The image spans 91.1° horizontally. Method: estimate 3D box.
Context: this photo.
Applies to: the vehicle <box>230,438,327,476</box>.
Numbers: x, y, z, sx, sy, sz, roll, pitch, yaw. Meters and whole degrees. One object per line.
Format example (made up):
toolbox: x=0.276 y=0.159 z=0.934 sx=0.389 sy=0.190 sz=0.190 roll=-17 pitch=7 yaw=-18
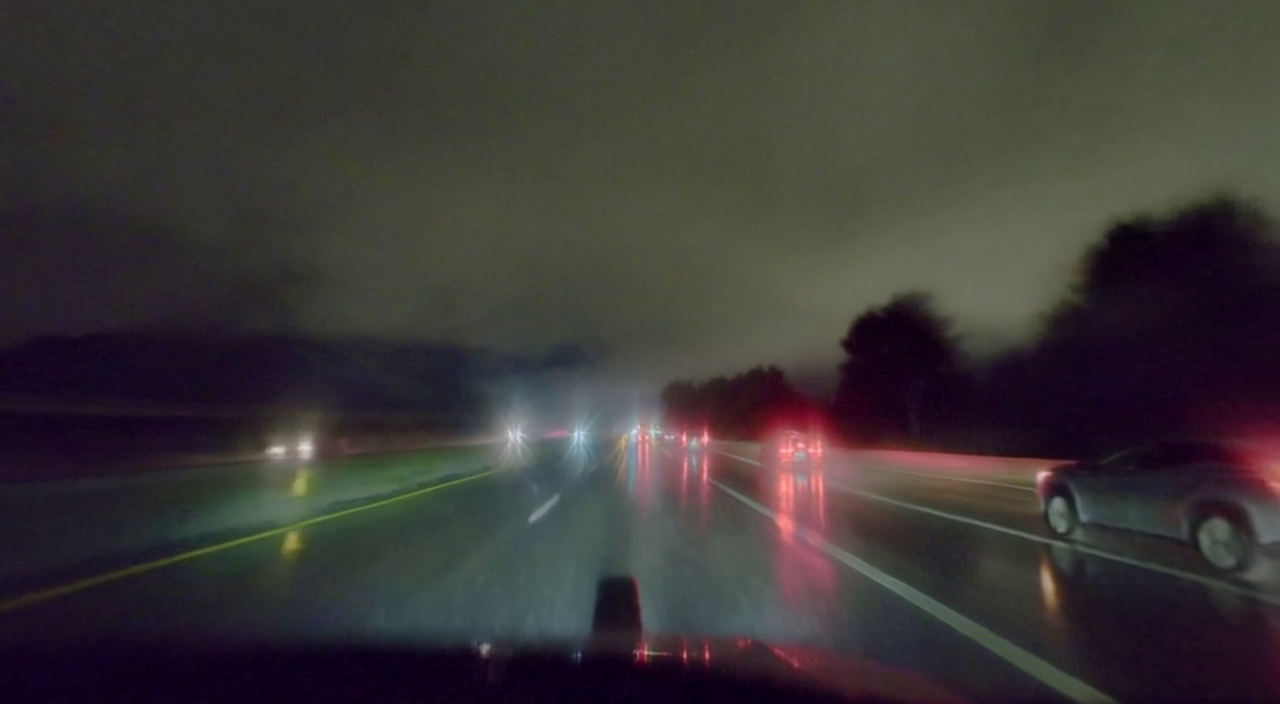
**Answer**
vehicle: x=-16.495 y=4.772 z=28.949 sx=1.893 sy=1.607 sz=4.347 roll=0 pitch=-8 yaw=0
